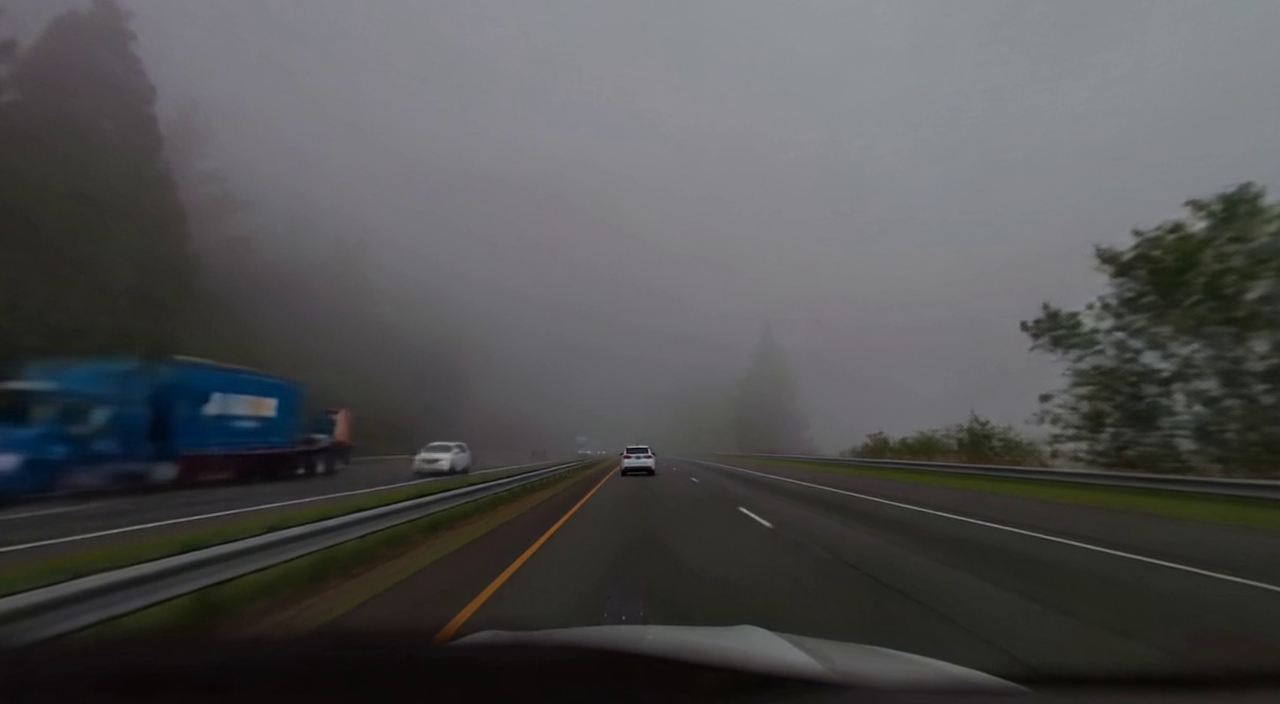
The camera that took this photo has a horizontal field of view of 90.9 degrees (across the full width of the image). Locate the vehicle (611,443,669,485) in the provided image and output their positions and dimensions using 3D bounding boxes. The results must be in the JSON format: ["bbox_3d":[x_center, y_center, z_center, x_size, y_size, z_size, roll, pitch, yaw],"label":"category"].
[{"bbox_3d":[-0.030,4.371,24.924,2.114,1.523,4.012,0,-9,-1],"label":"vehicle"}]

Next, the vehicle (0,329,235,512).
[{"bbox_3d":[-13.287,1.730,14.725,2.649,3.362,7.432,0,-9,0],"label":"vehicle"}]

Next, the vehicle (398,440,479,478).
[{"bbox_3d":[-8.545,4.568,27.187,1.945,1.471,4.726,0,-9,0],"label":"vehicle"}]
